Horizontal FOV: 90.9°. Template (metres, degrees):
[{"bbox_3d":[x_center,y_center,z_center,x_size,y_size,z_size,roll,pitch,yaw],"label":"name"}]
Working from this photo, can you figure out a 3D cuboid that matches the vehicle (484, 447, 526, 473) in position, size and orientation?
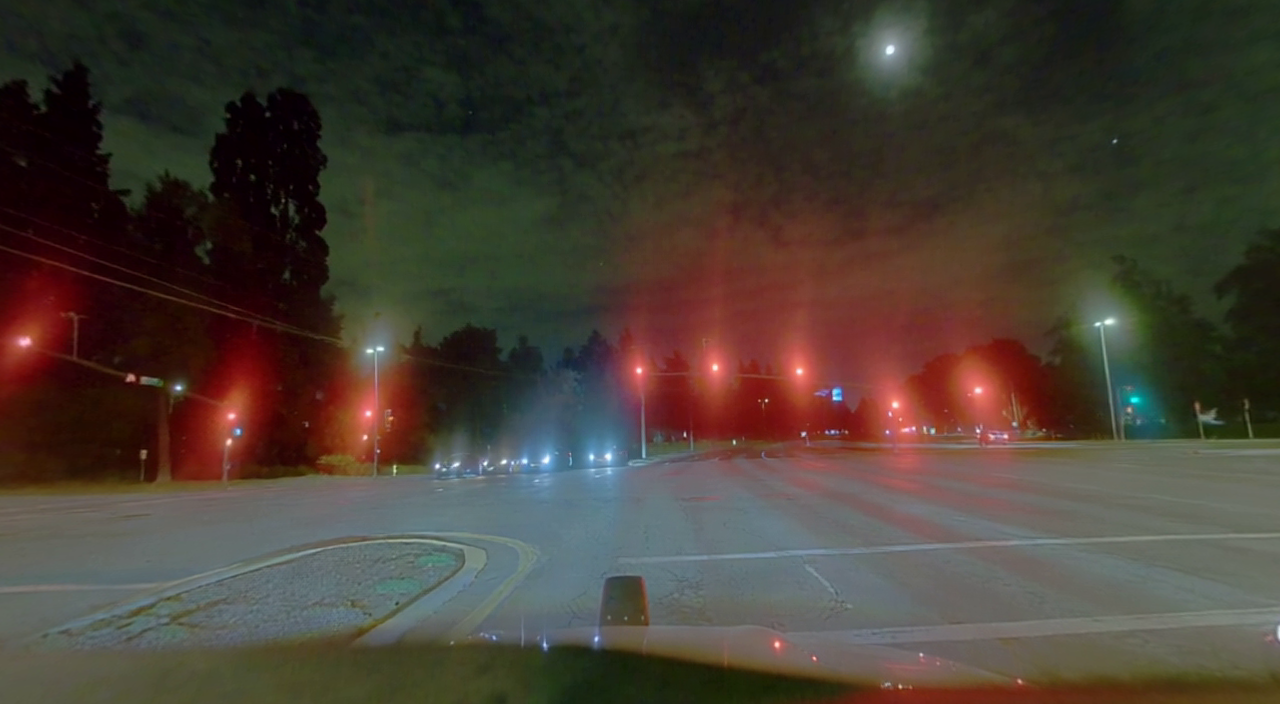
[{"bbox_3d":[-9.773,7.829,45.924,2.064,1.725,4.243,0,-9,1],"label":"vehicle"}]

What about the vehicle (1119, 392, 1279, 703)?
[{"bbox_3d":[3.058,0.619,0.410,1.978,1.468,4.544,0,-9,1],"label":"vehicle"}]

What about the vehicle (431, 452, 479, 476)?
[{"bbox_3d":[-13.395,8.109,45.975,2.101,1.637,4.304,0,-9,1],"label":"vehicle"}]

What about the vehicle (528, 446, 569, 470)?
[{"bbox_3d":[-6.564,7.608,45.504,2.126,1.657,4.307,-1,-9,2],"label":"vehicle"}]
